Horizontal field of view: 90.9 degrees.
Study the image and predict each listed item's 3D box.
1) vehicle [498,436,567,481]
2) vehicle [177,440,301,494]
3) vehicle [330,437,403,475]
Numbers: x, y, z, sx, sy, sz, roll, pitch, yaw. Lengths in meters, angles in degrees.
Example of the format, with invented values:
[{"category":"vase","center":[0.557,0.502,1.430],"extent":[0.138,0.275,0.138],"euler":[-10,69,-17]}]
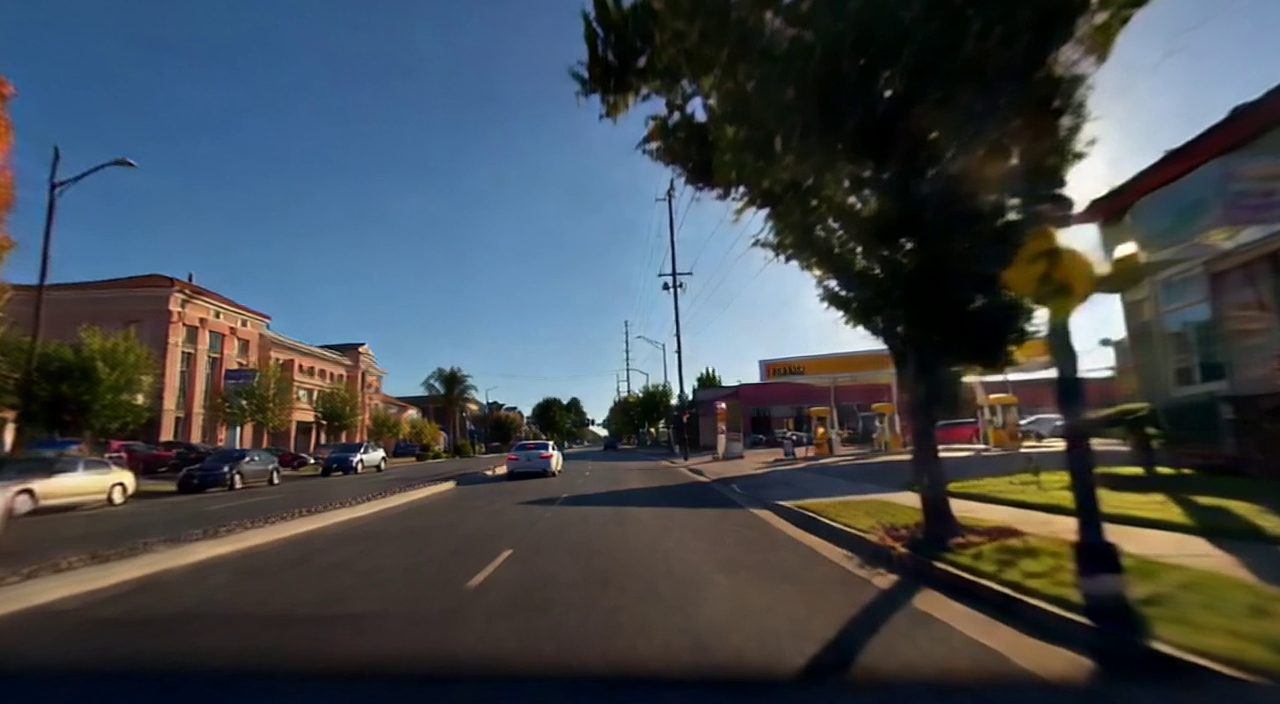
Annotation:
[{"category":"vehicle","center":[-3.921,3.938,23.619],"extent":[2.073,1.525,3.968],"euler":[0,-8,-3]},{"category":"vehicle","center":[-17.052,4.875,27.183],"extent":[2.336,2.092,4.625],"euler":[0,-8,-1]},{"category":"vehicle","center":[-16.677,6.348,38.779],"extent":[2.353,2.144,4.847],"euler":[0,-8,-1]}]
